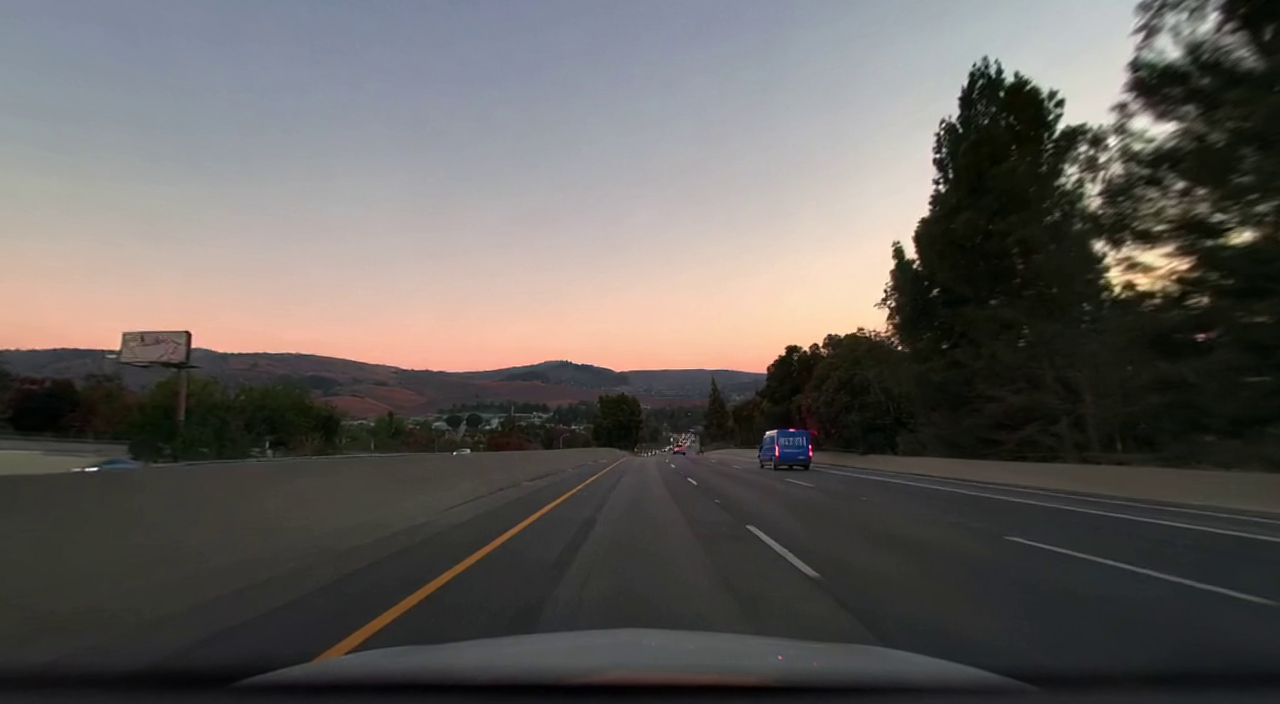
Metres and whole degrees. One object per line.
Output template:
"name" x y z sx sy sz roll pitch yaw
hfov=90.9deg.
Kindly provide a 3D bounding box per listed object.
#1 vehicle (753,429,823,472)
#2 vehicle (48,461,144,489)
"vehicle" 7.658 5.178 33.302 2.275 2.059 5.543 0 -8 -1
"vehicle" -35.373 7.978 41.191 1.933 1.536 4.882 0 -8 -1
